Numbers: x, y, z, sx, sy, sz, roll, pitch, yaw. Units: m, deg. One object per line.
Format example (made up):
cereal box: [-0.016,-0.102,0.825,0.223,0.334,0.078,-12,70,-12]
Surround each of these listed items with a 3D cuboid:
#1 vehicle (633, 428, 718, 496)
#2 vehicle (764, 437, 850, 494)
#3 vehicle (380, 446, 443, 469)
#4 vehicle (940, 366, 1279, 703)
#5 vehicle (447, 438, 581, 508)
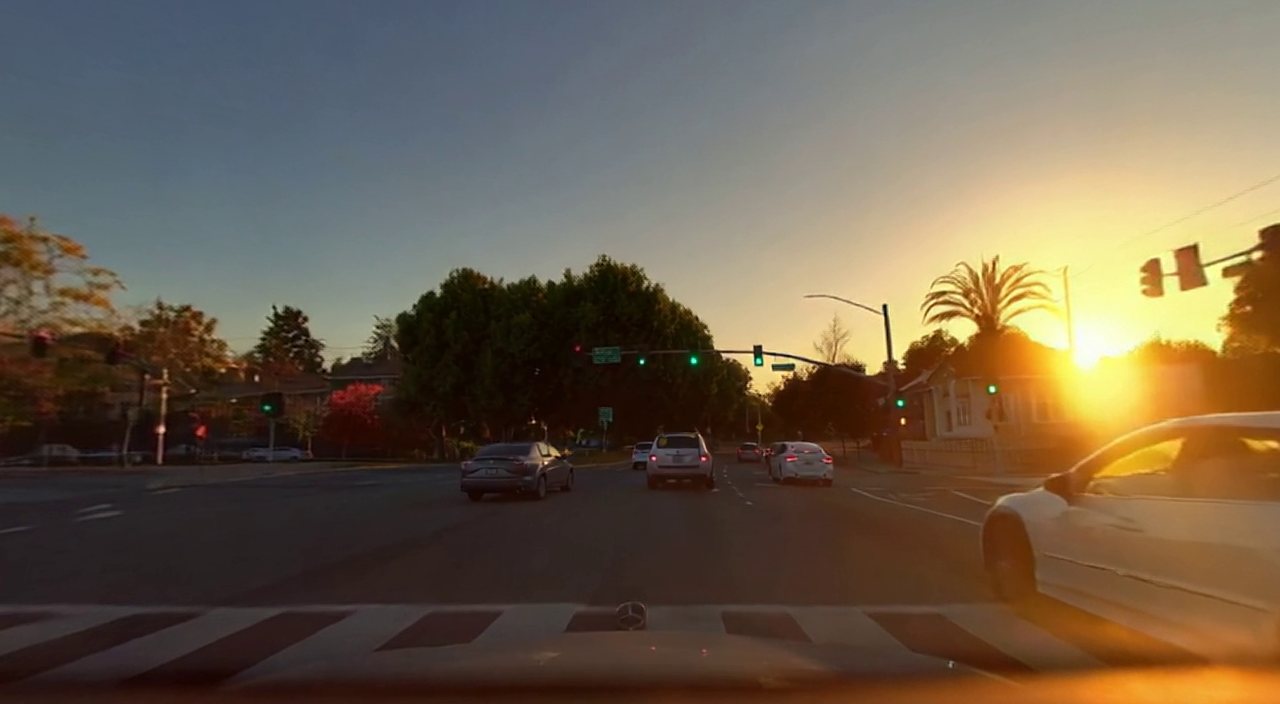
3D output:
vehicle: [1.152,3.275,19.076,2.250,1.768,4.574,-1,-9,6]
vehicle: [4.909,3.369,19.050,1.859,1.540,3.454,-1,-9,4]
vehicle: [-15.191,7.007,42.142,1.869,1.449,4.417,-2,-9,11]
vehicle: [3.663,0.975,3.167,2.106,1.636,4.655,0,-9,2]
vehicle: [-2.906,2.921,15.763,2.006,1.464,4.586,-1,-9,6]
